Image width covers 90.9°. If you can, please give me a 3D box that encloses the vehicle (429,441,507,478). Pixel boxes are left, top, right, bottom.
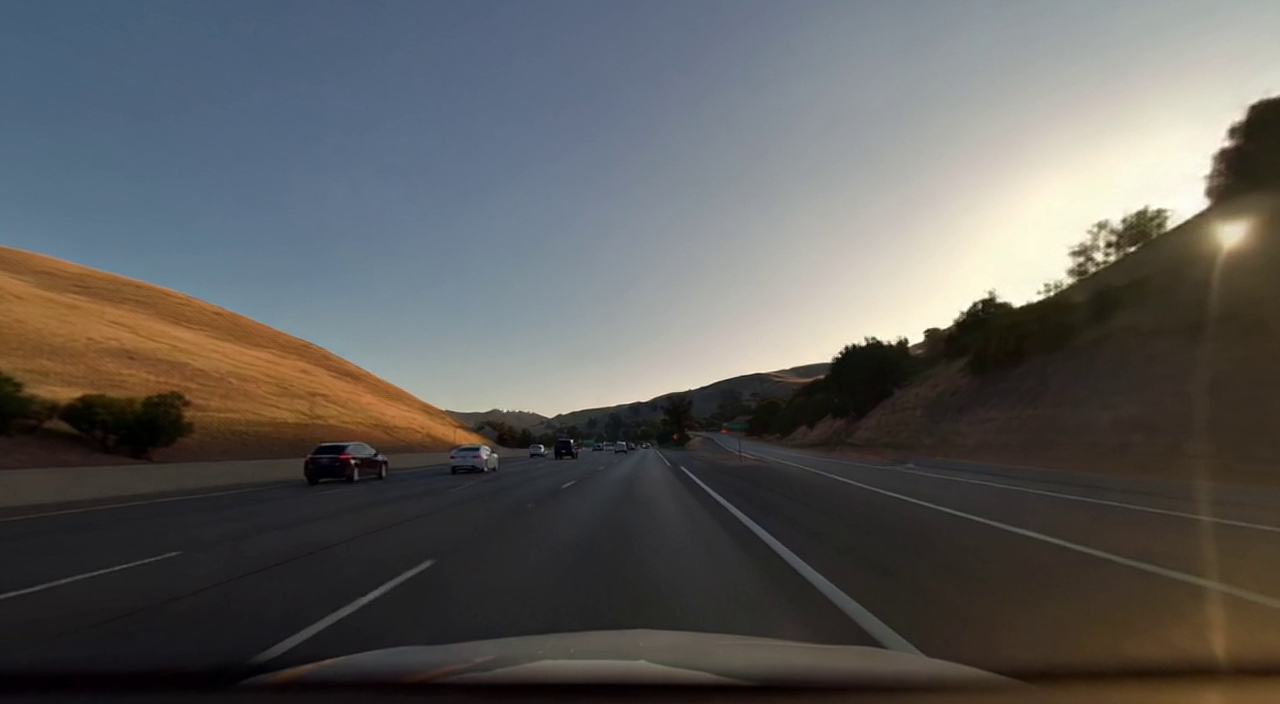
[{"bbox_3d":[-7.477,4.698,27.944,2.107,1.484,4.449,-1,-8,1],"label":"vehicle"}]

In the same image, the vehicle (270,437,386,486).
[{"bbox_3d":[-11.649,4.096,23.989,2.020,1.645,4.629,0,-8,1],"label":"vehicle"}]
